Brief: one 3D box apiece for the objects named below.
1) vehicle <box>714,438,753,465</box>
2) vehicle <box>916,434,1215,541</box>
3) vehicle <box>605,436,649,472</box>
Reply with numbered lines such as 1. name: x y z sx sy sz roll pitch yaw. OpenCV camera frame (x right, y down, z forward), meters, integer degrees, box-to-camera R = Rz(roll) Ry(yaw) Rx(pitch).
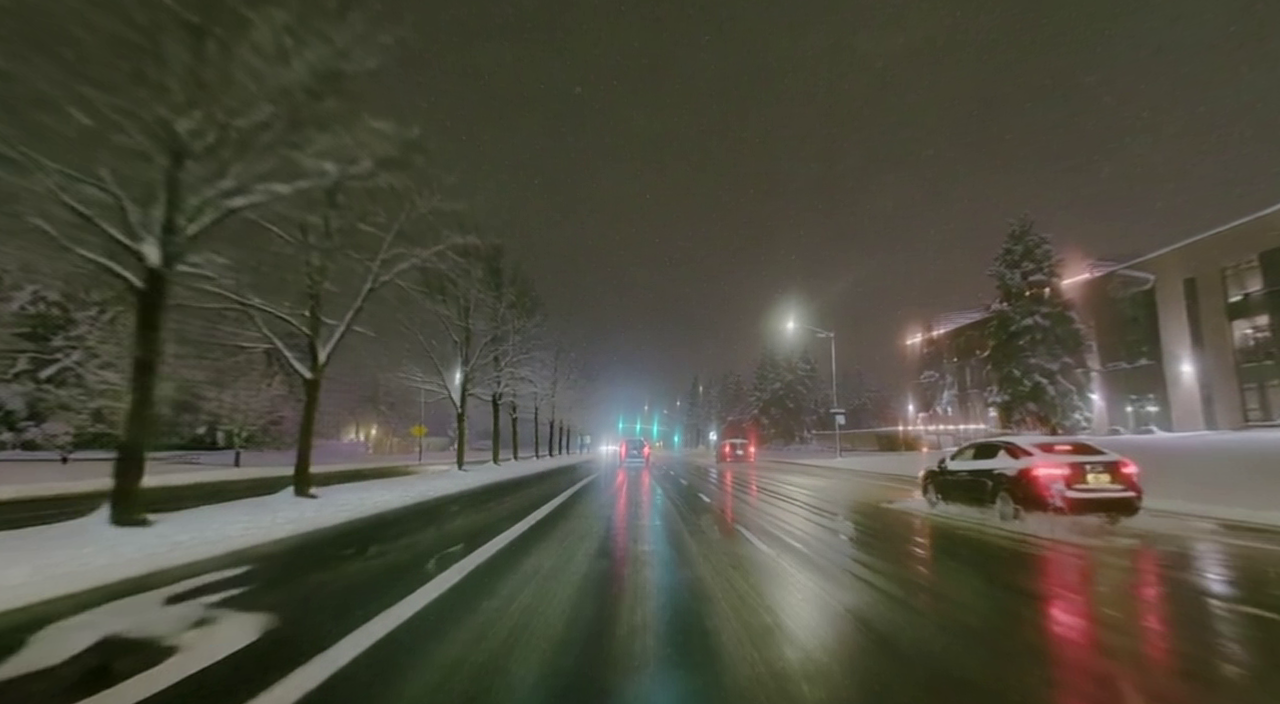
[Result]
1. vehicle: 6.695 7.183 45.827 2.026 1.804 4.565 0 -8 -1
2. vehicle: 6.968 2.235 11.134 2.139 1.471 4.393 0 -8 -1
3. vehicle: -0.651 5.414 33.793 2.193 1.794 4.457 0 -8 0
